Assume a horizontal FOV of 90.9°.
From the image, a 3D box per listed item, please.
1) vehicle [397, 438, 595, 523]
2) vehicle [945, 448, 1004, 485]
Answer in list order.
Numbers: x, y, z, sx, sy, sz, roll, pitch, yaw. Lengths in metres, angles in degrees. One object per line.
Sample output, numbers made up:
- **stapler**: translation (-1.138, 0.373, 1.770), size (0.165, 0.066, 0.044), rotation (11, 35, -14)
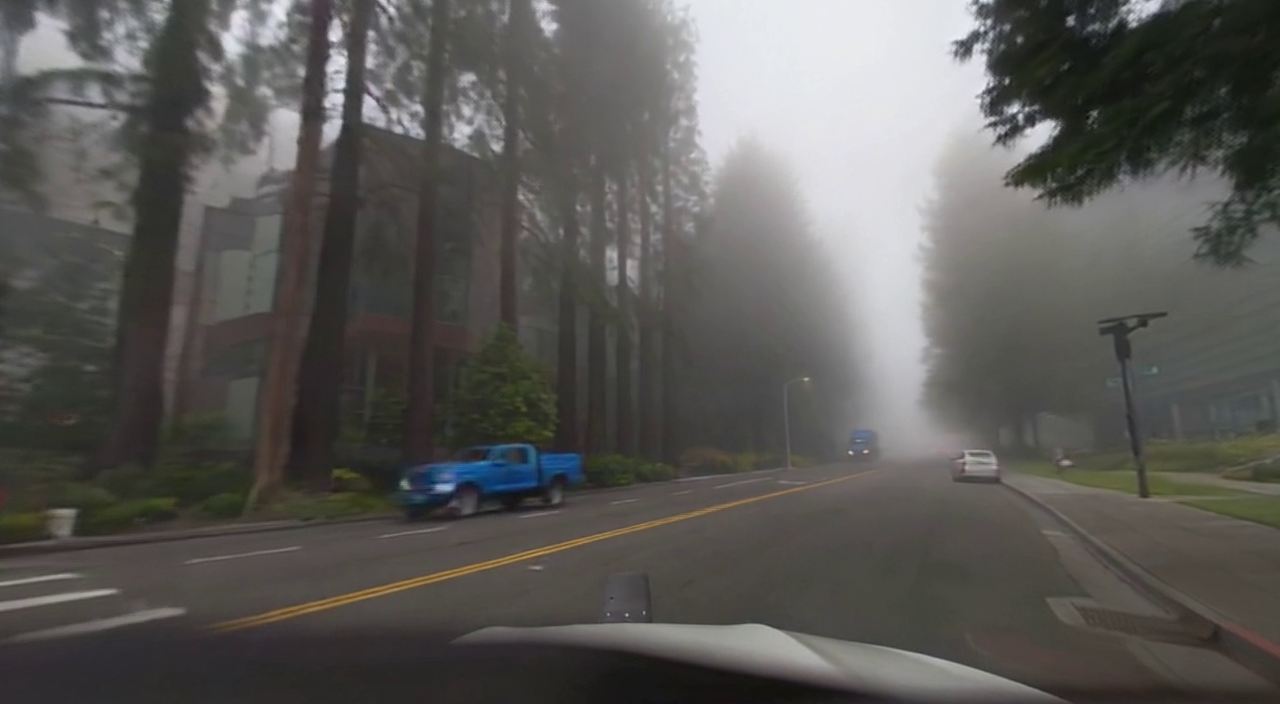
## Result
- **vehicle**: translation (-3.218, 2.997, 15.240), size (2.145, 1.687, 4.662), rotation (-4, -10, 26)
- **vehicle**: translation (15.198, 5.200, 28.875), size (2.098, 1.509, 4.389), rotation (-4, -10, 25)
